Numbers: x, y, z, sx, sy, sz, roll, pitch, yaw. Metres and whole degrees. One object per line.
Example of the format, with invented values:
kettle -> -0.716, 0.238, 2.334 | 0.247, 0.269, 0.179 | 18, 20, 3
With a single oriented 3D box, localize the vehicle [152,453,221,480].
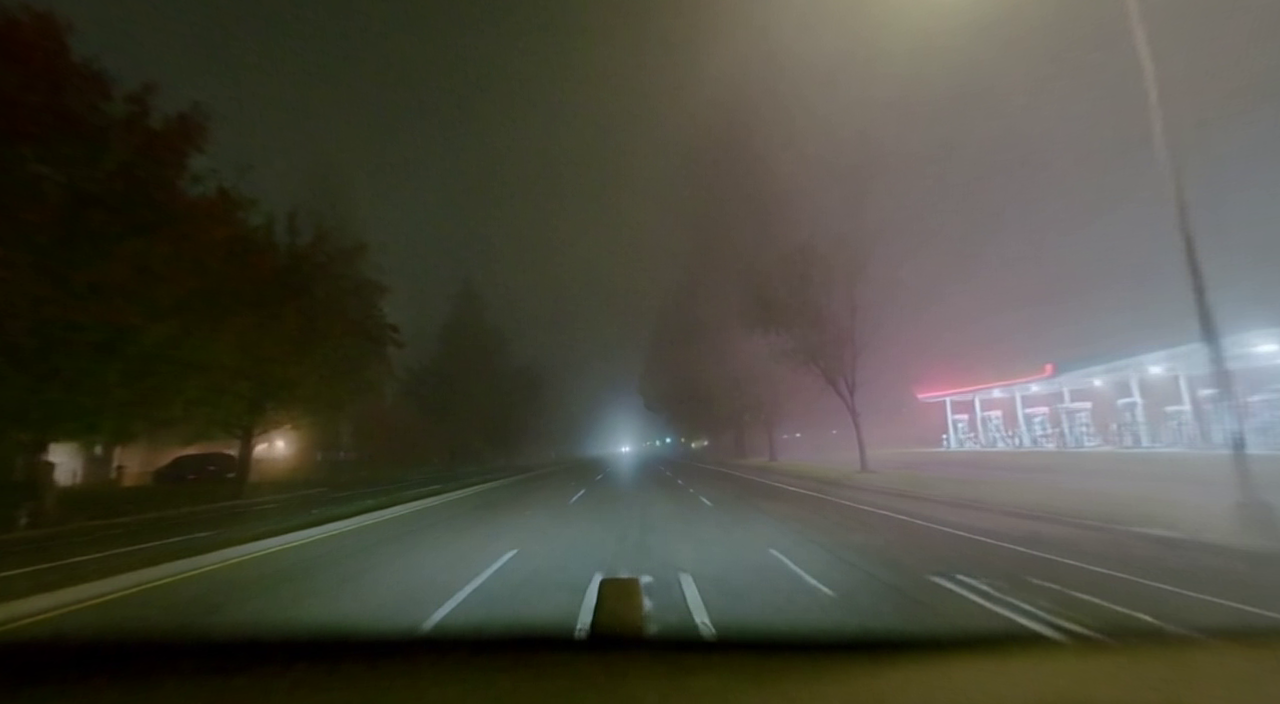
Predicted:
vehicle -> -30.194, 7.623, 42.204 | 1.881, 1.444, 4.046 | -3, -7, -5

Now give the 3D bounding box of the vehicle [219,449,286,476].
vehicle -> -25.322, 7.205, 41.422 | 1.760, 1.598, 3.881 | -1, -9, 2
